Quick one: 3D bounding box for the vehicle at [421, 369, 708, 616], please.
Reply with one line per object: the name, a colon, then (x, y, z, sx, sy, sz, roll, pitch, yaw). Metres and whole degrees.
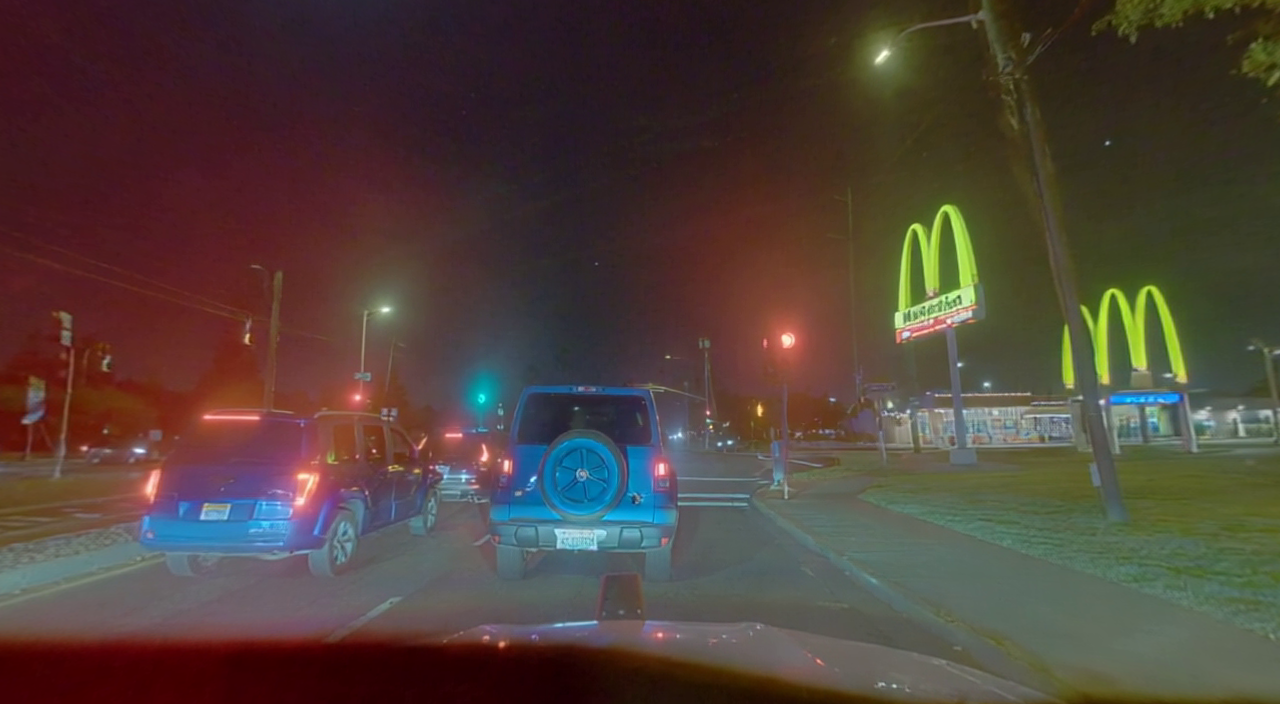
vehicle: (-0.630, 1.434, 7.342, 2.224, 1.923, 4.643, 0, -8, -1)

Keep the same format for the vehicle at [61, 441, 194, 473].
vehicle: (-25.249, 5.183, 31.368, 4.713, 1.445, 1.887, 4, -9, -24)

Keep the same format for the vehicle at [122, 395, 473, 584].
vehicle: (-3.914, 1.665, 8.429, 2.130, 1.819, 4.497, 0, -8, 0)
